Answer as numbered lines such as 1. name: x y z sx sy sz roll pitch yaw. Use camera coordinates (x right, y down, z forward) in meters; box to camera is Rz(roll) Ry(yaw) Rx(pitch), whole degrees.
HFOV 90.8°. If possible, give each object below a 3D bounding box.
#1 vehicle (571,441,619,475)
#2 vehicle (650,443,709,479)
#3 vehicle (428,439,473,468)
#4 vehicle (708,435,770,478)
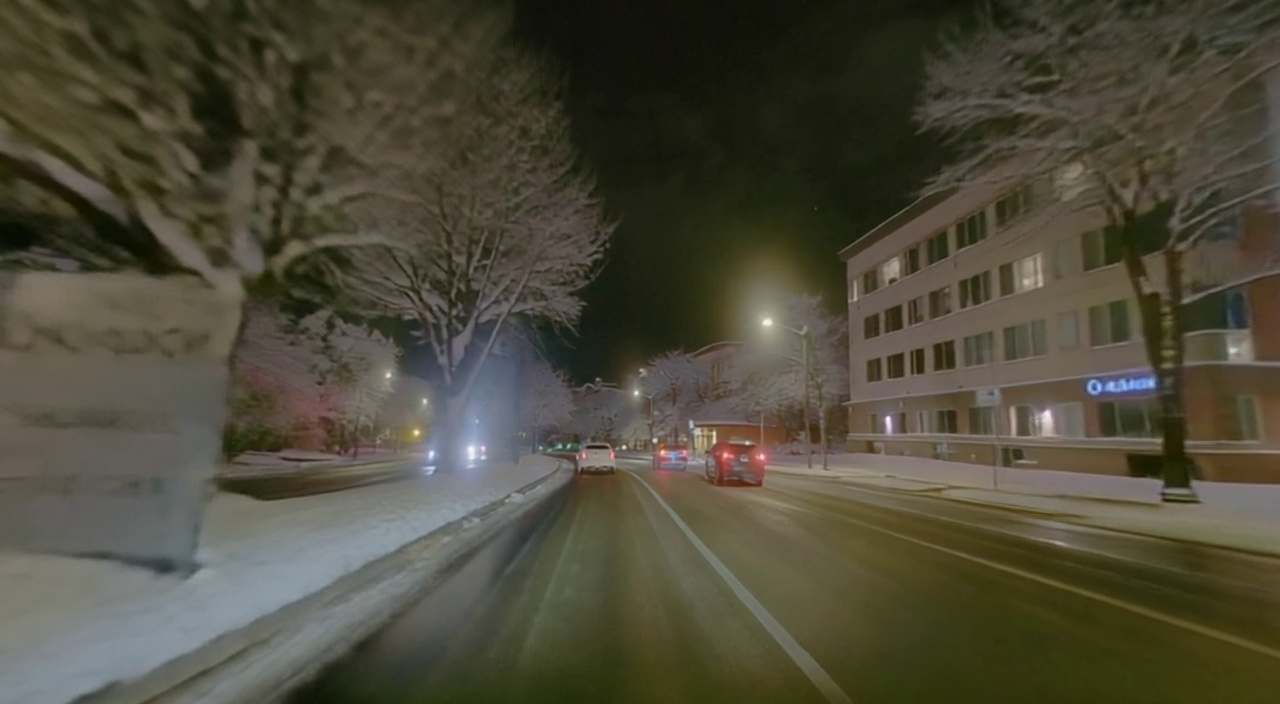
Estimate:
1. vehicle: -2.139 4.977 29.831 2.101 1.444 4.248 1 -9 -4
2. vehicle: 1.662 4.809 28.168 1.993 1.477 4.240 1 -9 -5
3. vehicle: -13.034 7.024 43.734 2.166 1.867 4.459 1 -9 -6
4. vehicle: 5.027 5.373 32.711 2.052 1.990 4.736 1 -9 -5
